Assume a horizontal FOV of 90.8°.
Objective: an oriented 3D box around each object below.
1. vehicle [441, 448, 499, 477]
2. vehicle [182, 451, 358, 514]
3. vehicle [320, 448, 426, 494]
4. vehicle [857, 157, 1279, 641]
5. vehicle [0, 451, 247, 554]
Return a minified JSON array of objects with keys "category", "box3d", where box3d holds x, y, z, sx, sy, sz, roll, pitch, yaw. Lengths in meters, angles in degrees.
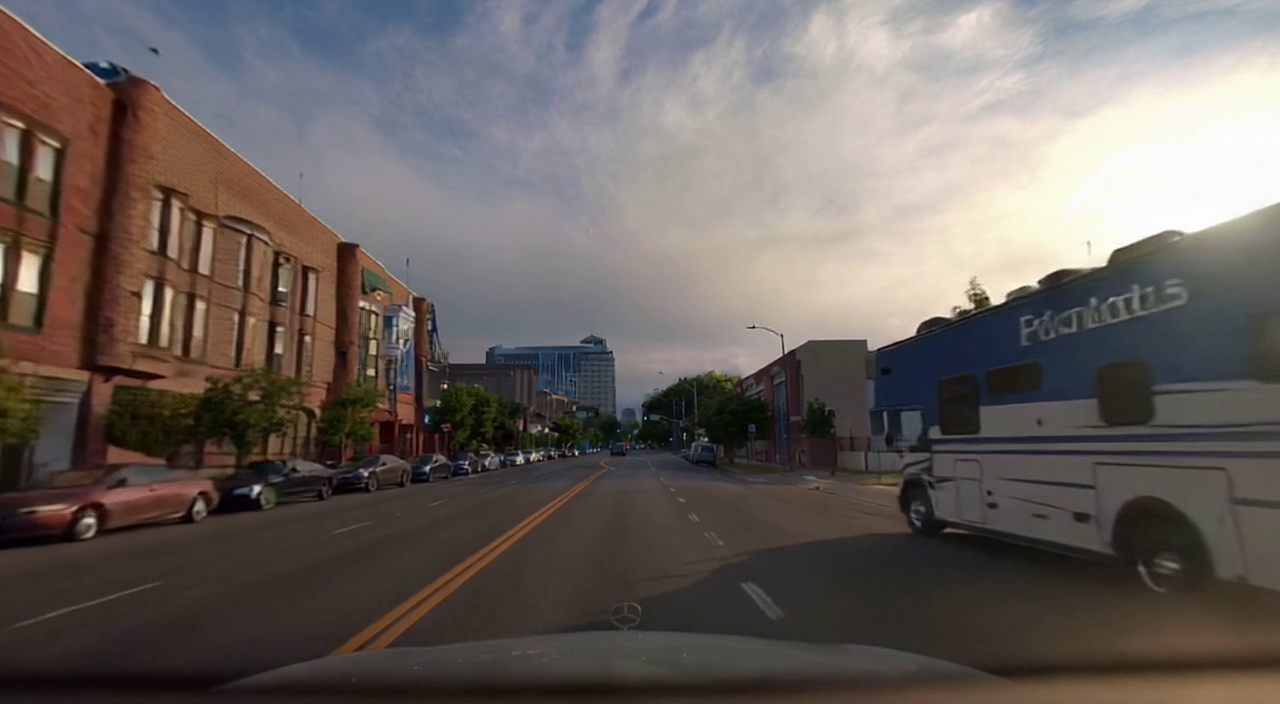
[{"category":"vehicle","box3d":[-10.132,6.592,38.081,1.995,1.564,5.321,0,-8,0]},{"category":"vehicle","box3d":[-10.030,3.526,17.723,1.959,1.451,4.990,0,-8,-1]},{"category":"vehicle","box3d":[-10.030,4.464,24.218,1.918,1.535,4.834,0,-8,1]},{"category":"vehicle","box3d":[6.071,0.780,7.599,3.102,3.473,9.734,0,-8,-2]},{"category":"vehicle","box3d":[-9.986,2.616,11.824,2.078,1.427,4.900,0,-8,0]}]
